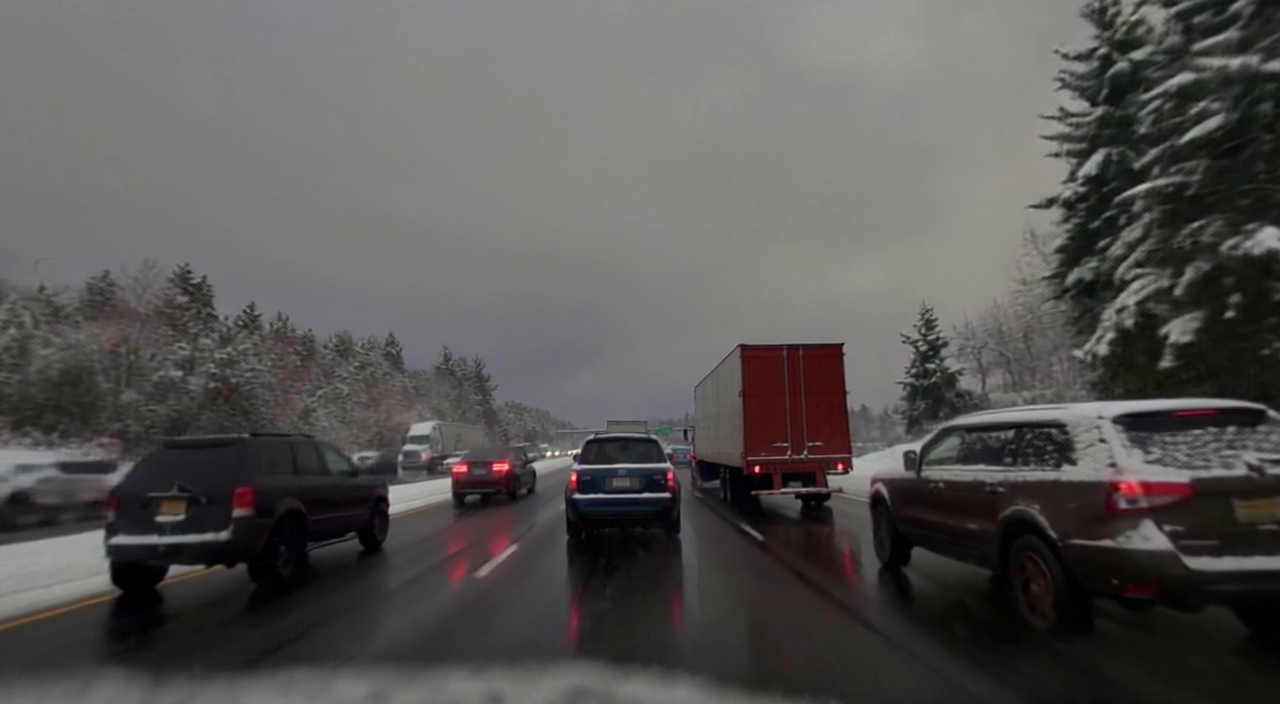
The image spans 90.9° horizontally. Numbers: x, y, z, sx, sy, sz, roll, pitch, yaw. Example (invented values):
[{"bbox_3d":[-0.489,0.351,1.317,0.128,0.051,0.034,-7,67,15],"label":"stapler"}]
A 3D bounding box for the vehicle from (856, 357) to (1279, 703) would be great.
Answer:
[{"bbox_3d":[3.667,1.250,5.212,2.076,1.751,4.666,0,-9,0],"label":"vehicle"}]

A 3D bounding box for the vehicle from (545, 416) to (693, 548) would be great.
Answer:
[{"bbox_3d":[-0.306,2.126,10.863,2.037,1.792,4.194,0,-9,0],"label":"vehicle"}]

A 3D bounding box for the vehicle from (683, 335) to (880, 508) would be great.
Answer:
[{"bbox_3d":[3.877,2.833,22.783,3.186,4.111,15.553,0,-9,-1],"label":"vehicle"}]

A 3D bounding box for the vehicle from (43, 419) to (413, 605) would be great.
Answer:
[{"bbox_3d":[-4.332,1.710,7.532,1.789,1.620,3.841,0,-9,0],"label":"vehicle"}]

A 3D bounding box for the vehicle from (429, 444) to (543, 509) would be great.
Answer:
[{"bbox_3d":[-3.958,3.271,16.989,1.923,1.503,4.293,0,-9,1],"label":"vehicle"}]
